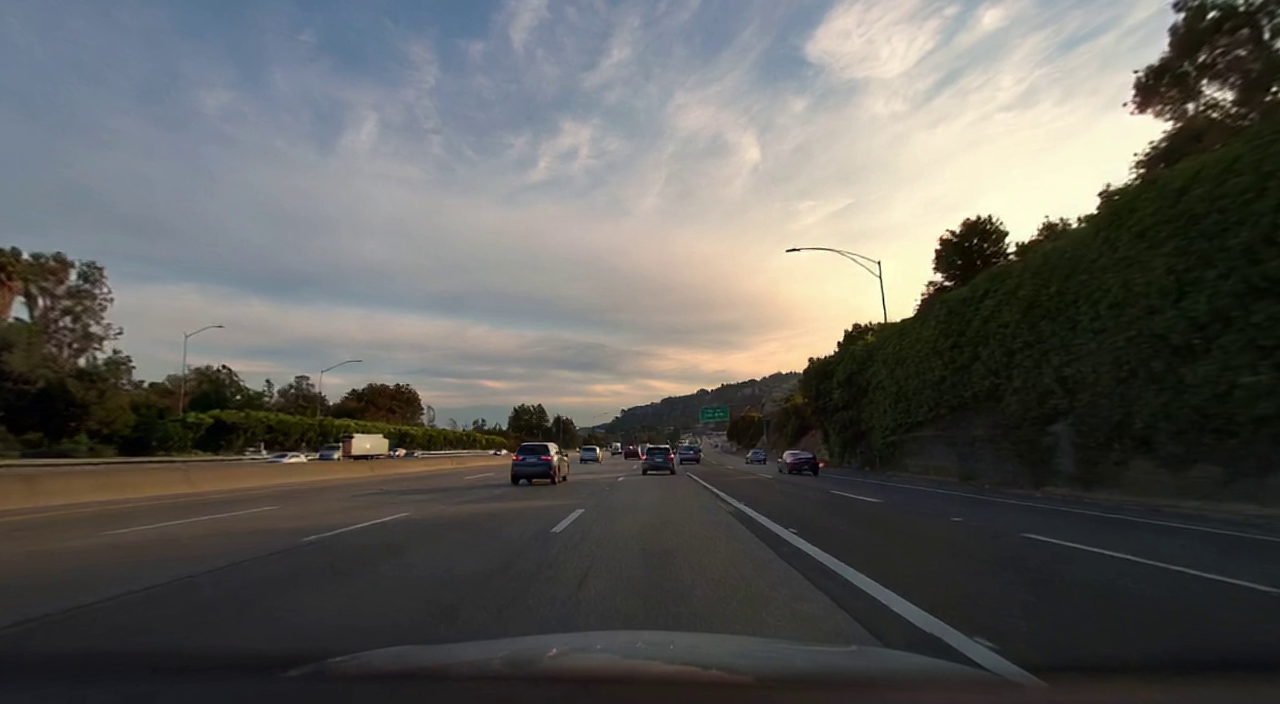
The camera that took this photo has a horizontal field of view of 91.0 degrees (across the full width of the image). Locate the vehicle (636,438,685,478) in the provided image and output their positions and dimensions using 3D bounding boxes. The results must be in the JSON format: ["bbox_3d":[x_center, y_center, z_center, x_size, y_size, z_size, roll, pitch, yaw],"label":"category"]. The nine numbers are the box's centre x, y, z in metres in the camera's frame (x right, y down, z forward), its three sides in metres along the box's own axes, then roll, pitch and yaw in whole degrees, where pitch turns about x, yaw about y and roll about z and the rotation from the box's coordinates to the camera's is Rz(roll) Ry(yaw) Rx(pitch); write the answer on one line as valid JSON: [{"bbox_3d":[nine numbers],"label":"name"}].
[{"bbox_3d":[1.022,5.378,32.066,2.270,1.862,4.949,0,-9,1],"label":"vehicle"}]

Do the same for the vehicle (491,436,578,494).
[{"bbox_3d":[-3.446,3.795,21.516,2.142,1.759,4.297,0,-9,1],"label":"vehicle"}]

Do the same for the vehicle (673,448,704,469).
[{"bbox_3d":[3.707,8.294,49.181,2.131,1.556,4.310,0,-9,1],"label":"vehicle"}]

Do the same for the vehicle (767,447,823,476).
[{"bbox_3d":[8.346,5.938,34.316,1.936,1.480,4.373,0,-9,0],"label":"vehicle"}]
